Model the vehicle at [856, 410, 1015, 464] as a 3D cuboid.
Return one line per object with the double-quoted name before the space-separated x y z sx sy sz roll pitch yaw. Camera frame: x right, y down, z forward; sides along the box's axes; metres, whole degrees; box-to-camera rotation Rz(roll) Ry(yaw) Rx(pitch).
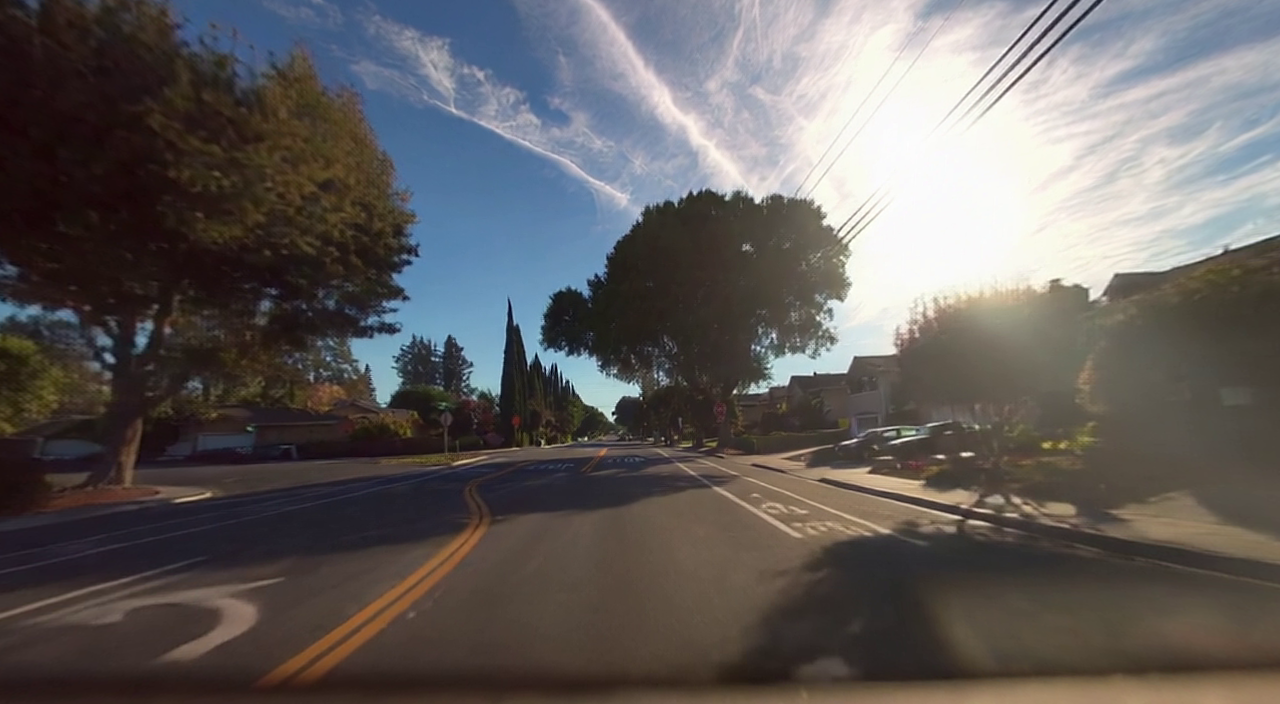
"vehicle" 10.413 3.053 22.609 4.544 1.807 2.204 0 -8 3
